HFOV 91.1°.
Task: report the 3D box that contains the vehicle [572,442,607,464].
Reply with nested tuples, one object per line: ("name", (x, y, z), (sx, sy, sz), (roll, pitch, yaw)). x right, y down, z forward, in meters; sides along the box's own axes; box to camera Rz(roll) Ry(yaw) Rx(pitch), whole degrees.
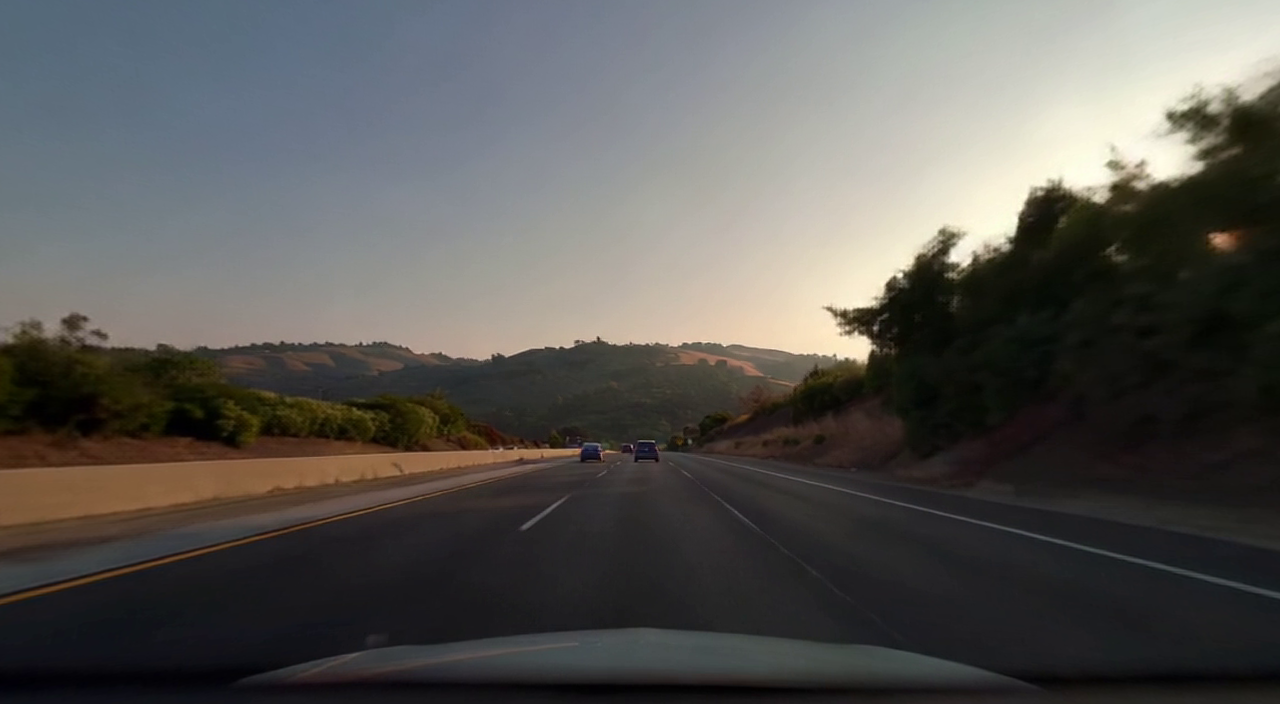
("vehicle", (-3.537, 7.188, 45.015), (2.082, 1.485, 4.237), (0, -8, 1))

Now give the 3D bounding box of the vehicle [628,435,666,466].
("vehicle", (0.415, 6.256, 40.061), (2.272, 1.836, 4.866), (0, -8, 0))
